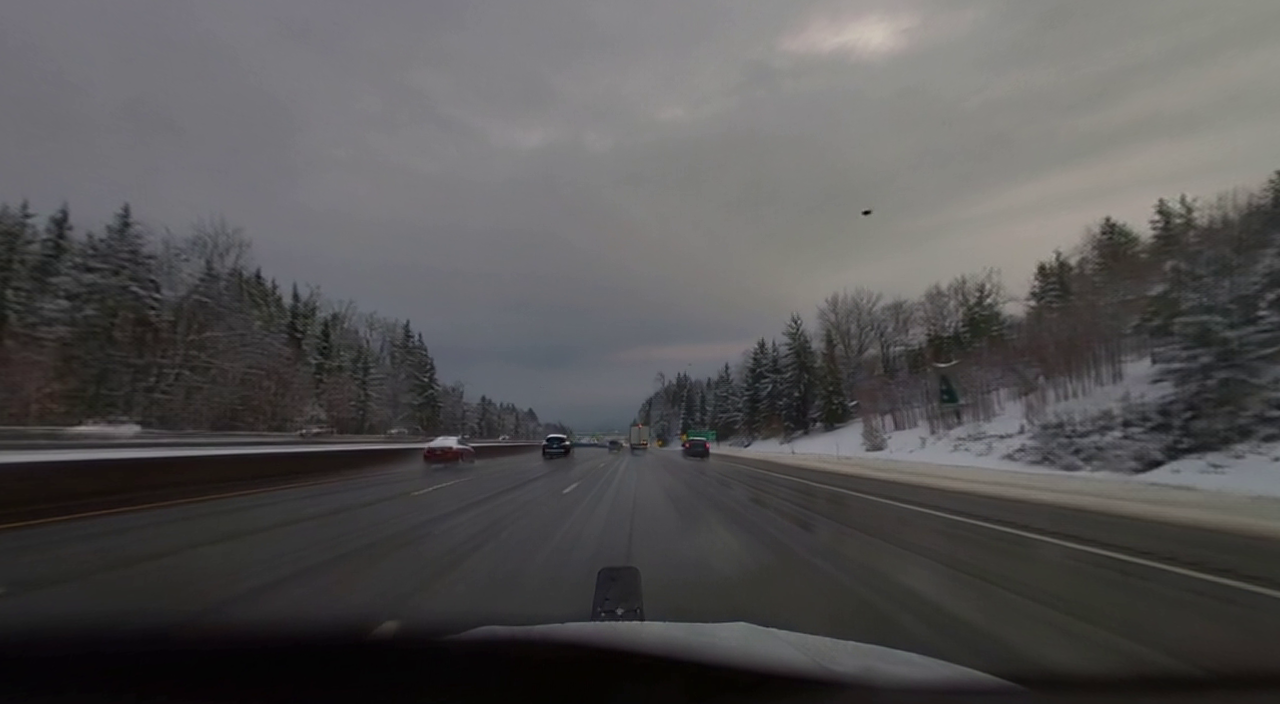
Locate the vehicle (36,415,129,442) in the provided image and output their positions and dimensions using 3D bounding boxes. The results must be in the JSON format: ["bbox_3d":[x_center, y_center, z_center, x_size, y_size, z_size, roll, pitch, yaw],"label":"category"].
[{"bbox_3d":[-31.903,4.433,36.161,1.800,1.439,3.761,0,-9,2],"label":"vehicle"}]

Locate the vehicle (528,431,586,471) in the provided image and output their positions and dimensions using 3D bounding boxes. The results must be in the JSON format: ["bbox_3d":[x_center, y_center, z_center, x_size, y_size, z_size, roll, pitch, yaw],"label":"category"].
[{"bbox_3d":[-3.643,4.462,28.446,2.002,1.680,4.301,0,-9,0],"label":"vehicle"}]

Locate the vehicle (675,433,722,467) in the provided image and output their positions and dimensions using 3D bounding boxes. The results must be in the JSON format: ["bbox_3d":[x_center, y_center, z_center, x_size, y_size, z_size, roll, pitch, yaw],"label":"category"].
[{"bbox_3d":[3.086,5.297,33.953,2.053,1.698,4.097,0,-9,-1],"label":"vehicle"}]

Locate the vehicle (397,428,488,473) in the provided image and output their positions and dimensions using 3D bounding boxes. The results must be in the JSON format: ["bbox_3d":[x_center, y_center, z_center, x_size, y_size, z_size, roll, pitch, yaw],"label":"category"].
[{"bbox_3d":[-8.129,4.123,26.462,2.237,1.703,4.681,0,-9,0],"label":"vehicle"}]
